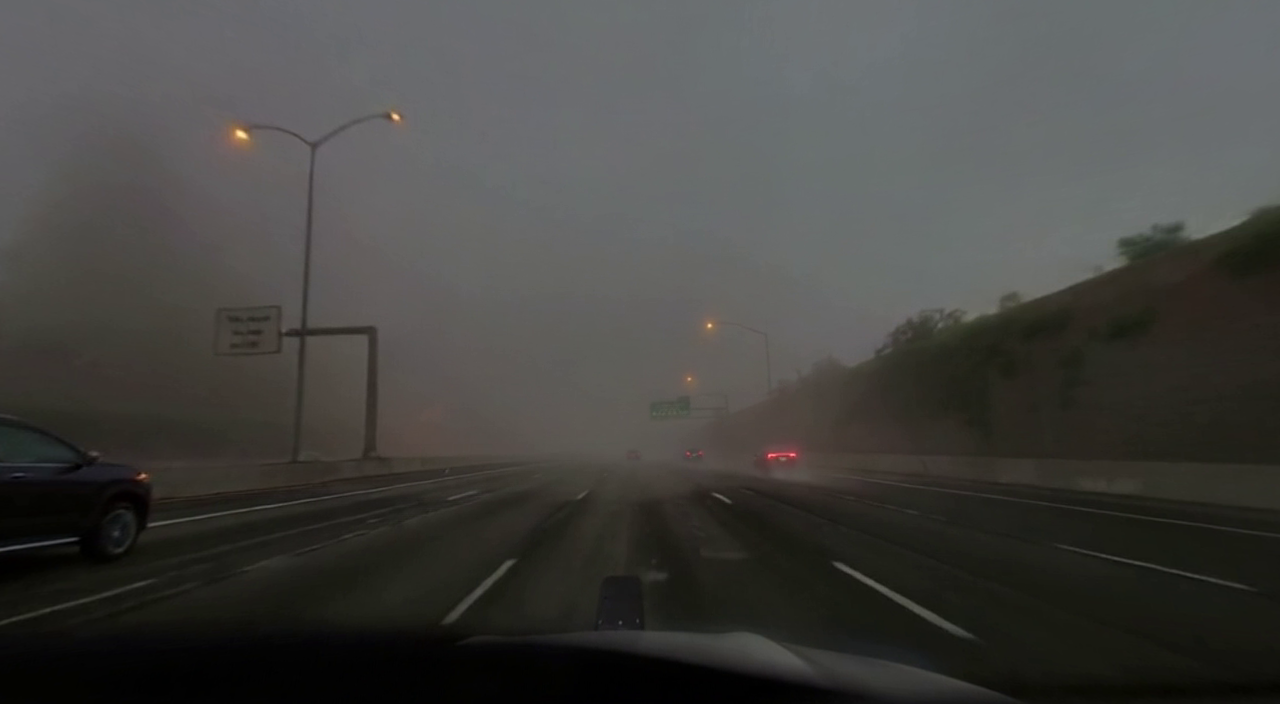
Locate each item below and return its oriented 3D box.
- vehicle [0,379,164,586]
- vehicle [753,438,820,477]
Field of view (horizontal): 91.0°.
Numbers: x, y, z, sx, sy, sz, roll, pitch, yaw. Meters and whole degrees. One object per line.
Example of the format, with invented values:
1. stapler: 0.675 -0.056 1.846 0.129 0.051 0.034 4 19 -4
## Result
1. vehicle: -7.500 1.194 5.602 2.431 2.005 5.166 0 -9 0
2. vehicle: 7.169 5.200 31.298 2.167 1.781 4.340 0 -9 -1
